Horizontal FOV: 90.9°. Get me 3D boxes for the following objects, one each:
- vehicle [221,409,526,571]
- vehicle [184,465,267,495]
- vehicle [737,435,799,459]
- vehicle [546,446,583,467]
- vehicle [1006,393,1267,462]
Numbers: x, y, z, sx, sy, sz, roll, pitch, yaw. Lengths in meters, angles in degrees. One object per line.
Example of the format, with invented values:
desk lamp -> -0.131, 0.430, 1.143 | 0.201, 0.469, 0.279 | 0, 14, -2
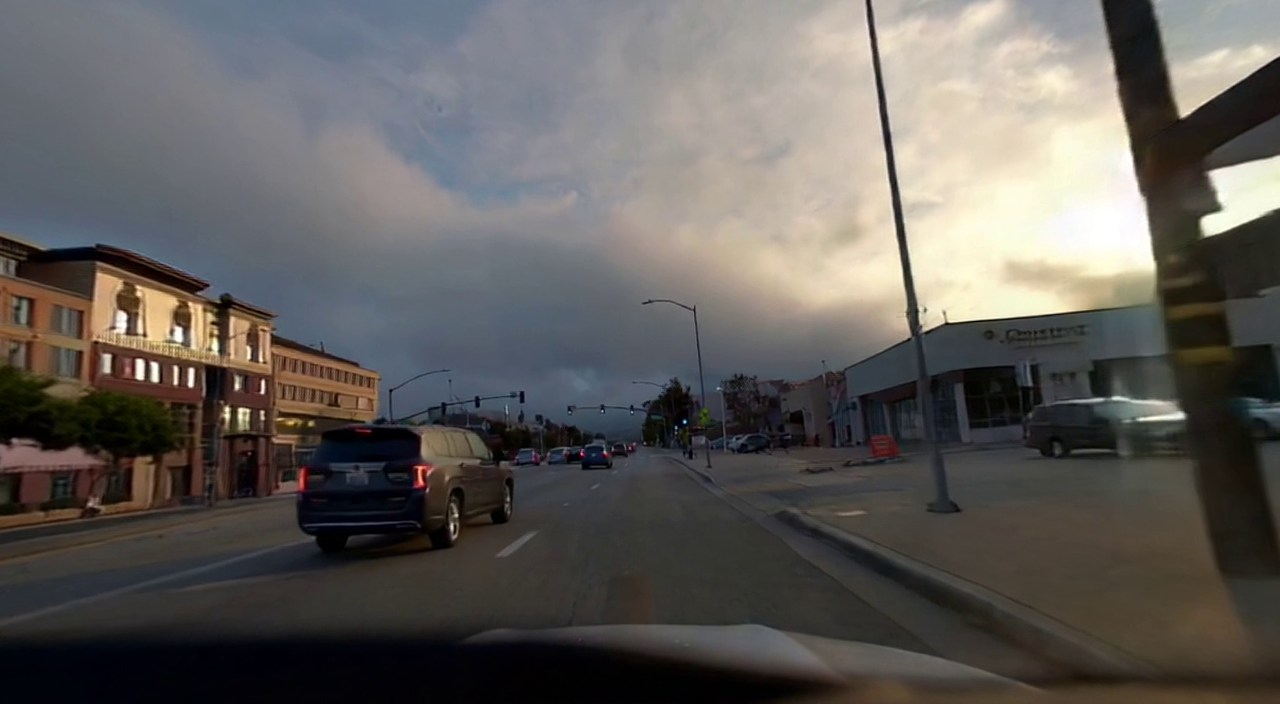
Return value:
vehicle -> -3.348, 1.863, 9.347 | 2.277, 1.743, 4.893 | 0, -8, 1
vehicle -> -27.954, 8.589, 42.540 | 4.398, 1.737, 1.950 | 6, -10, -37
vehicle -> 9.864, 7.358, 48.890 | 4.361, 1.550, 2.087 | 1, -13, 2
vehicle -> -5.666, 7.870, 47.824 | 2.030, 1.488, 4.650 | -1, -8, 2
vehicle -> 11.842, 1.858, 15.330 | 4.573, 1.532, 1.983 | -1, -9, 1
